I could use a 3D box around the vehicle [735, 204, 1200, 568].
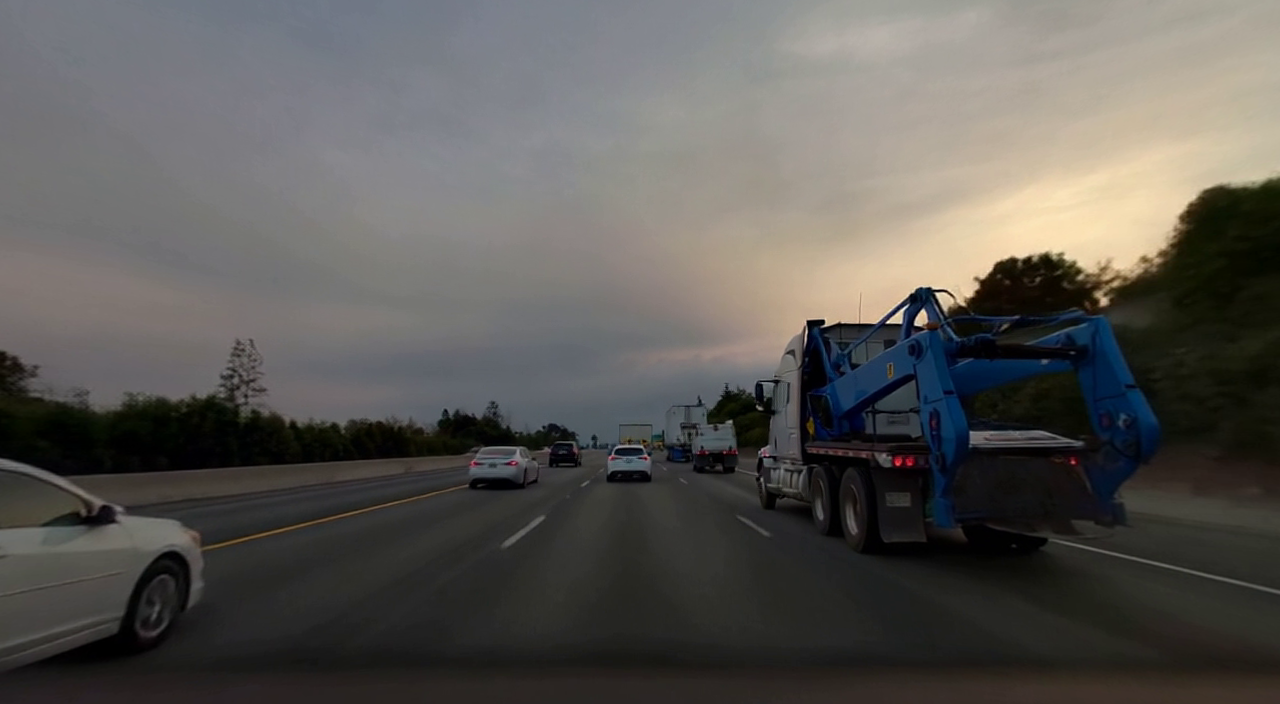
[{"bbox_3d":[3.790,0.909,10.404,2.975,3.618,8.456,0,-9,-1],"label":"vehicle"}]

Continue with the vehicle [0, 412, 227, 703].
[{"bbox_3d":[-4.123,0.953,2.375,1.880,1.507,4.757,0,-9,0],"label":"vehicle"}]

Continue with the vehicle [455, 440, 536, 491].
[{"bbox_3d":[-4.782,3.819,21.329,1.858,1.527,3.974,0,-9,-1],"label":"vehicle"}]

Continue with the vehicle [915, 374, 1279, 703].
[{"bbox_3d":[3.974,0.973,3.031,2.599,1.631,5.693,0,-9,-1],"label":"vehicle"}]

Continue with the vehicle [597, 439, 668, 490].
[{"bbox_3d":[-0.278,3.718,20.926,2.150,1.498,3.988,0,-9,-2],"label":"vehicle"}]

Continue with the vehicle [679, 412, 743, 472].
[{"bbox_3d":[3.636,4.864,33.670,2.416,2.829,7.016,0,-9,-2],"label":"vehicle"}]

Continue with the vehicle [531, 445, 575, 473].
[{"bbox_3d":[-5.002,6.207,36.602,1.924,1.481,4.264,0,-9,0],"label":"vehicle"}]
